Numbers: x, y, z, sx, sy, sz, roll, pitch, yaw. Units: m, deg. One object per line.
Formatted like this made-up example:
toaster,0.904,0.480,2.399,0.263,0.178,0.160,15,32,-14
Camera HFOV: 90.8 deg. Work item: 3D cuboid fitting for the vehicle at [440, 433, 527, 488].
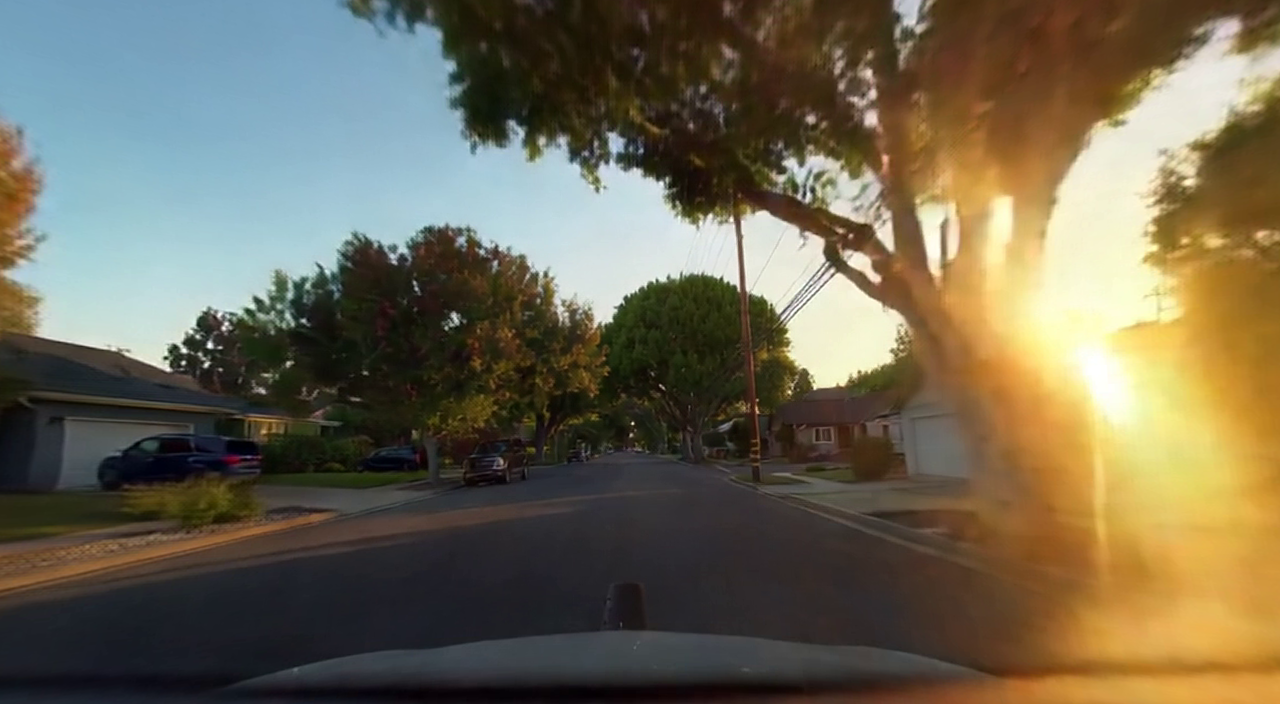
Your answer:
vehicle,-6.988,5.001,29.114,2.739,2.164,6.065,-1,-10,-3

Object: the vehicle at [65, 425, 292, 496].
vehicle,-13.664,3.229,19.005,5.033,1.997,2.126,0,-9,-1
